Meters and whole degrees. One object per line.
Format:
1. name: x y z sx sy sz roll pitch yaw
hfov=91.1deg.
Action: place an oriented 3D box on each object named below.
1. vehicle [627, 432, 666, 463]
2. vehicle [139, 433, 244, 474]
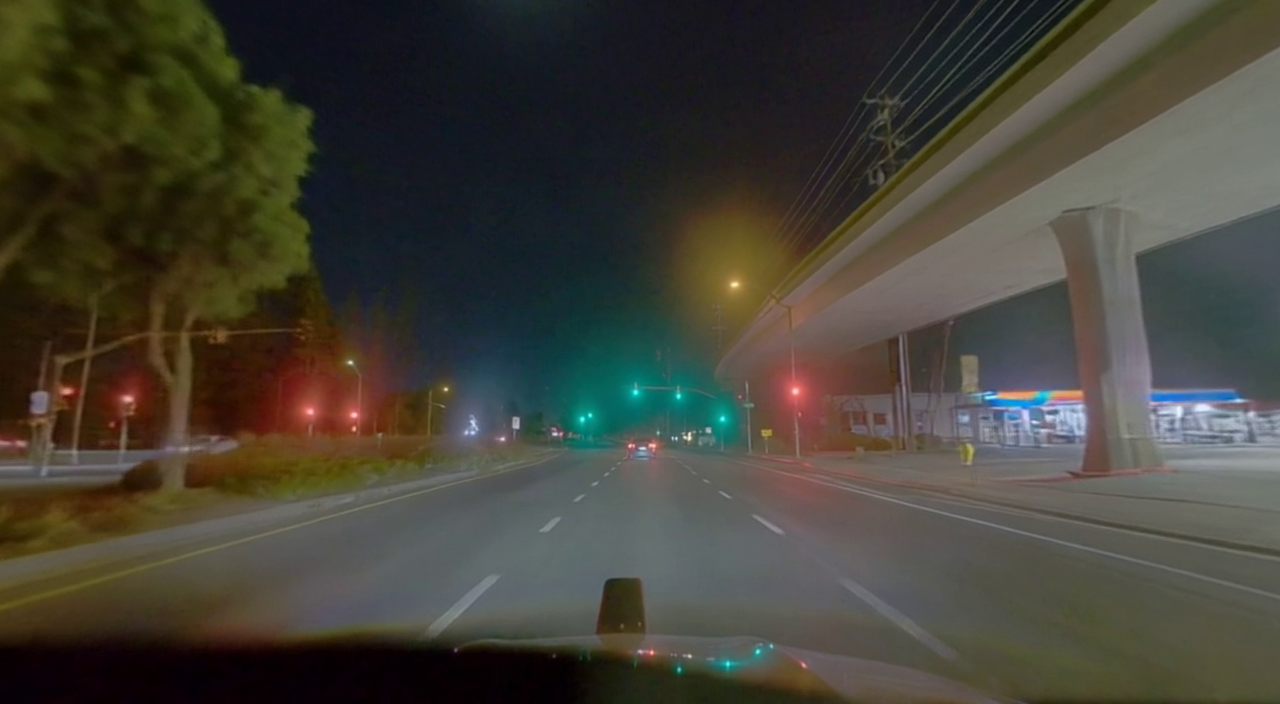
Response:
1. vehicle: 0.337 5.442 35.880 2.074 1.631 3.793 0 -8 0
2. vehicle: -23.183 5.282 32.741 2.026 1.965 4.674 0 -8 -1
